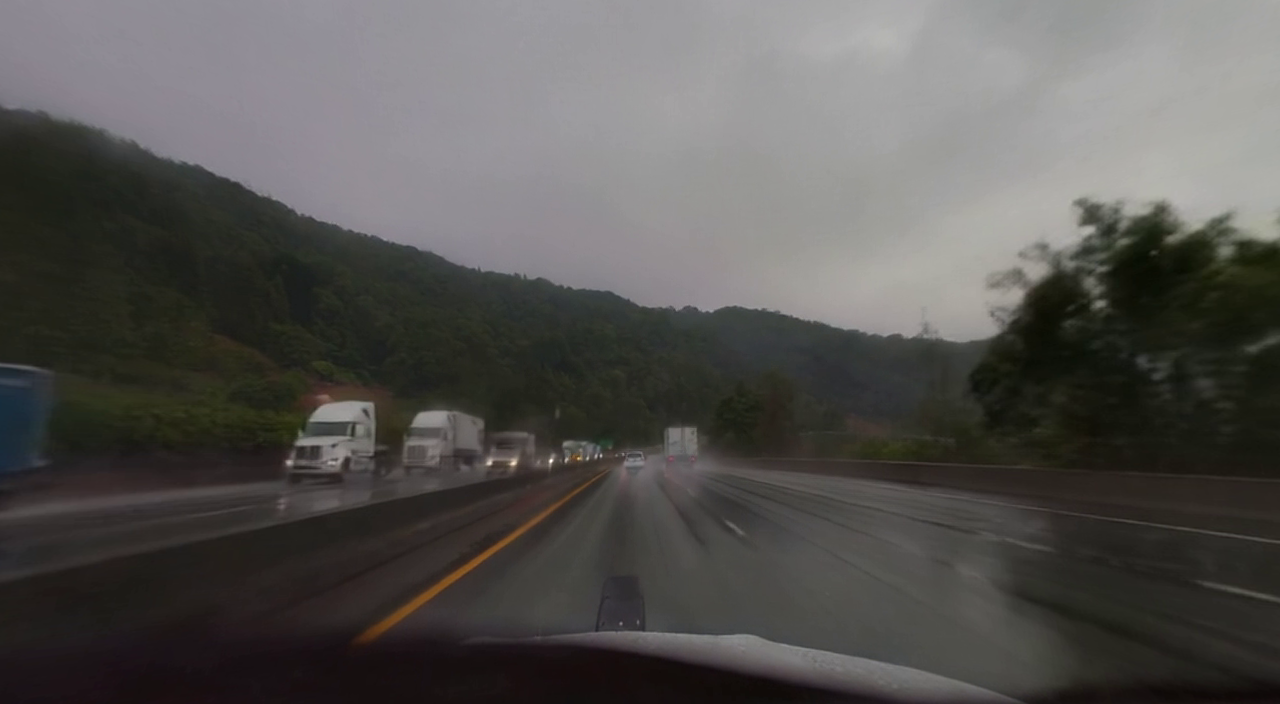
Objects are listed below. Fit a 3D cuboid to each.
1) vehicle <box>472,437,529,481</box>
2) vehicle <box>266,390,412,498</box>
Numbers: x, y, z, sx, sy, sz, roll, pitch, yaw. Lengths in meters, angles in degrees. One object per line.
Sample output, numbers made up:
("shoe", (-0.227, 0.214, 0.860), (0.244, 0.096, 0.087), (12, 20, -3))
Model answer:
("vehicle", (-8.540, 6.598, 39.188), (2.344, 2.503, 5.344), (-1, -9, 0))
("vehicle", (-12.406, 3.914, 26.789), (2.951, 3.988, 6.237), (-1, -9, 0))
